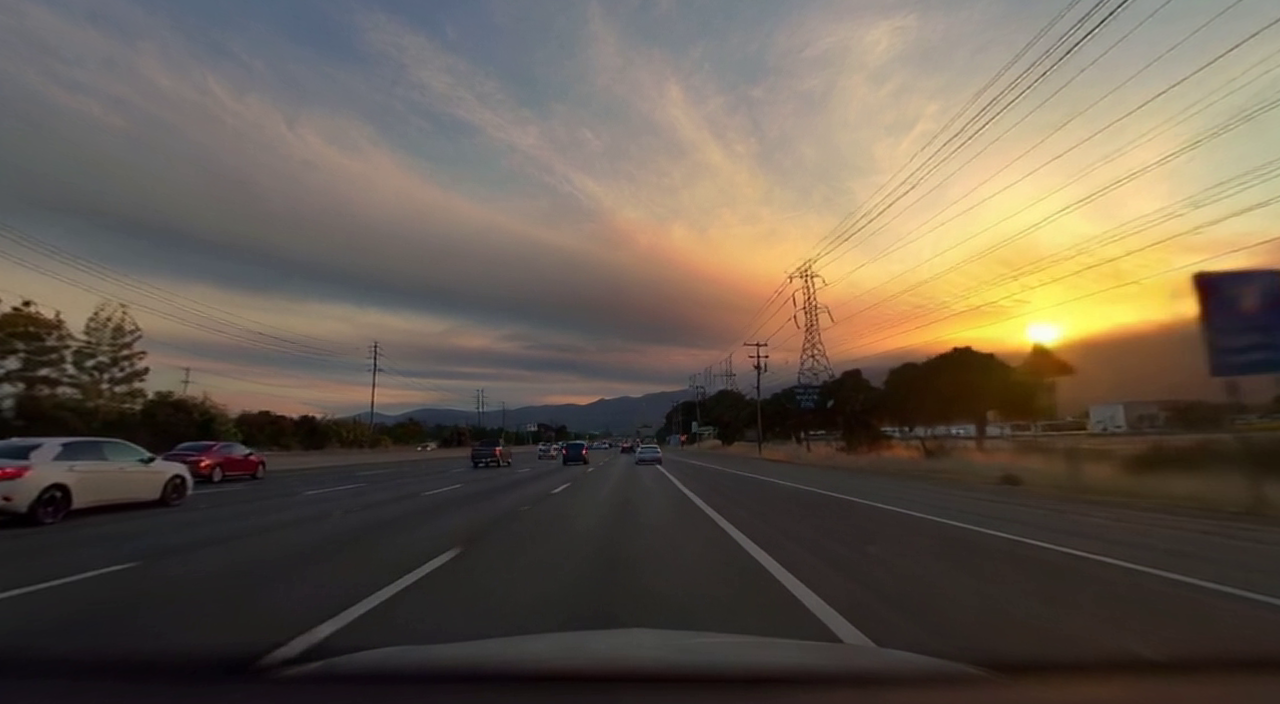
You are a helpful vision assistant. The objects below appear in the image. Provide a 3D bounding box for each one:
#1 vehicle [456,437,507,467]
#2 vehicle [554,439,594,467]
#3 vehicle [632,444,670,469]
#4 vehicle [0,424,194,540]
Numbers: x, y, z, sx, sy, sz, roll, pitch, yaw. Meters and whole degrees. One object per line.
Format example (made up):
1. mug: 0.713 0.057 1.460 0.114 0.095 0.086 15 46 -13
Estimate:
1. vehicle: -10.524 6.704 42.438 2.115 1.799 5.444 0 -9 -1
2. vehicle: -4.130 6.426 40.208 2.121 1.673 4.443 0 -9 -1
3. vehicle: 0.616 6.249 38.017 2.015 1.391 3.897 0 -9 -3
4. vehicle: -10.267 2.131 10.772 2.098 1.643 4.413 0 -9 0
